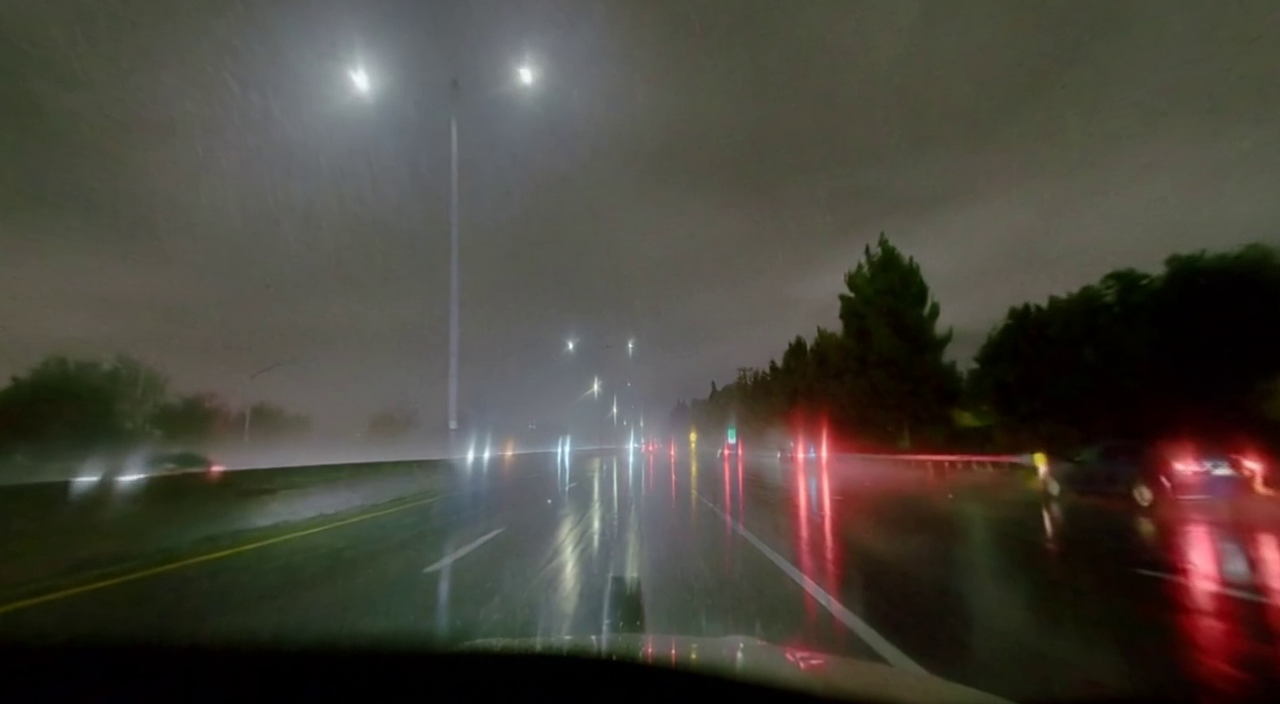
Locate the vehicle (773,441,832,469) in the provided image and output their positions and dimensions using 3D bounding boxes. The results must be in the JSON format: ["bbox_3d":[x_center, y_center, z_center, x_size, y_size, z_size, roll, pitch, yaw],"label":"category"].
[{"bbox_3d":[9.426,6.017,37.056,2.075,1.496,4.573,0,-9,-2],"label":"vehicle"}]

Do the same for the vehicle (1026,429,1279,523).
[{"bbox_3d":[10.488,2.421,12.972,1.962,1.536,4.945,0,-9,-1],"label":"vehicle"}]

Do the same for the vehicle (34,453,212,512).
[{"bbox_3d":[-14.697,3.686,18.286,1.895,1.444,3.835,0,-9,0],"label":"vehicle"}]

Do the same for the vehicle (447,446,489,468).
[{"bbox_3d":[-10.623,6.485,39.196,1.563,1.226,3.690,1,-8,-1],"label":"vehicle"}]
